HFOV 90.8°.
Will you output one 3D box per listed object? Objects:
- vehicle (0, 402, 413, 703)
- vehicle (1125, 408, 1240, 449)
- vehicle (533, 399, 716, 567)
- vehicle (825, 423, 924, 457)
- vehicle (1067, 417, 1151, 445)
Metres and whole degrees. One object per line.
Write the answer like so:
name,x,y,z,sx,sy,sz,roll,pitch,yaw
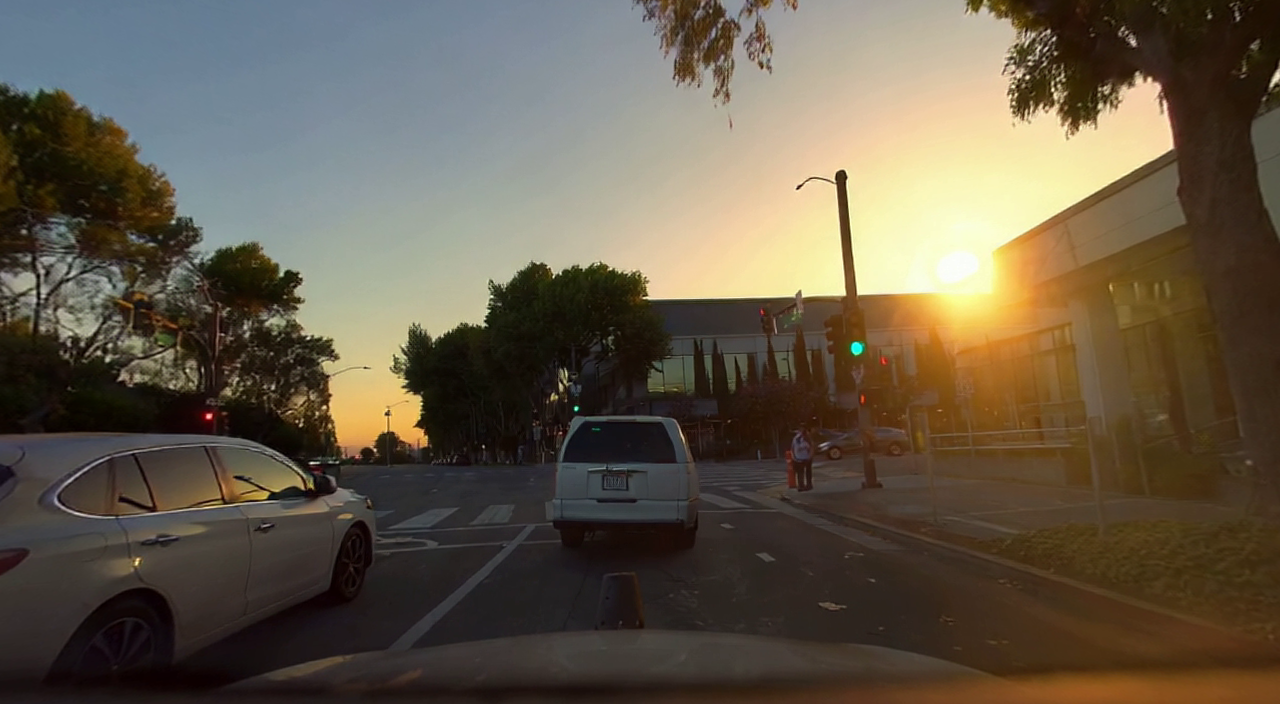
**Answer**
vehicle,-3.374,1.264,4.554,2.011,1.527,4.008,0,-8,-1
vehicle,29.383,4.129,34.243,5.215,1.967,2.392,1,-8,-22
vehicle,-0.176,1.796,9.343,2.059,1.877,4.249,0,-8,0
vehicle,13.051,4.910,35.197,4.872,1.806,2.107,3,-9,-20
vehicle,27.736,4.693,37.386,3.830,1.545,2.006,3,-9,-18
